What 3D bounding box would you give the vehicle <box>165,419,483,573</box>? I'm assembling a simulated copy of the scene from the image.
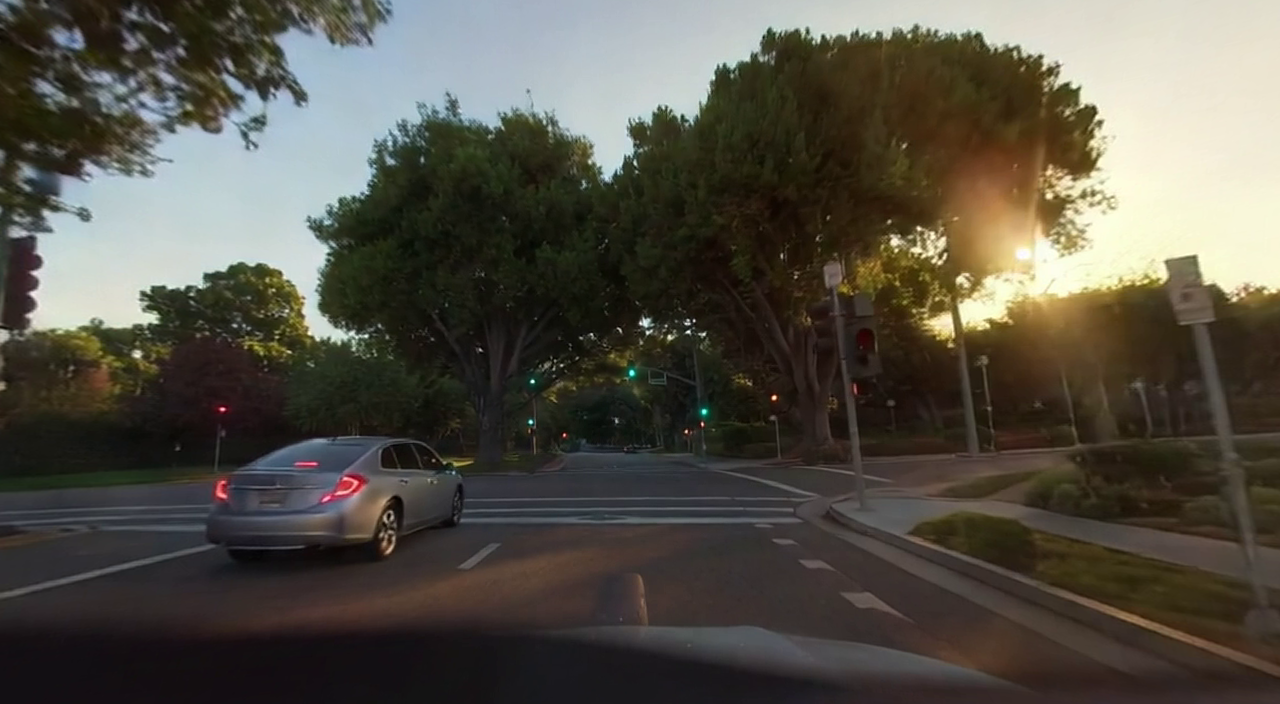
[{"bbox_3d":[-3.700,1.770,8.572,1.980,1.508,4.502,0,-9,0],"label":"vehicle"}]
